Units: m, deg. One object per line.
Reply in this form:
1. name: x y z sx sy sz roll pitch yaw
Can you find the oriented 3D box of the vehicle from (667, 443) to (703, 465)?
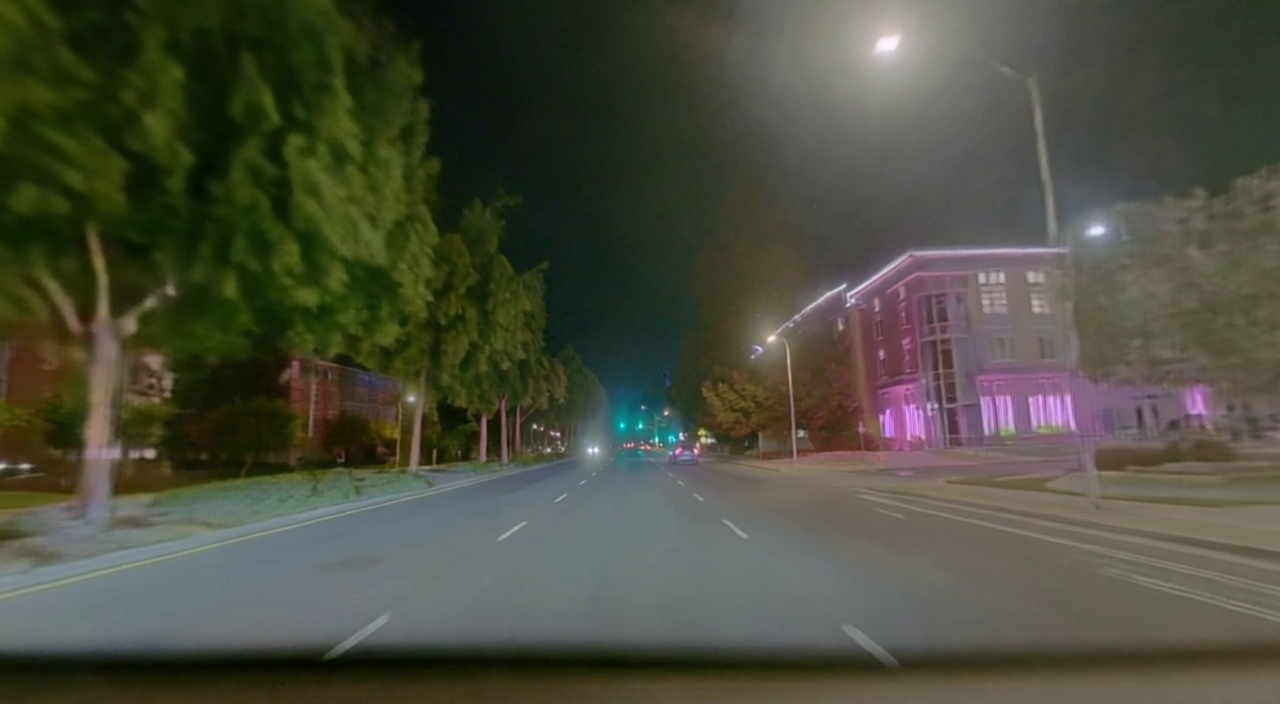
1. vehicle: 3.131 7.193 44.639 2.033 1.482 4.571 0 -8 -2
